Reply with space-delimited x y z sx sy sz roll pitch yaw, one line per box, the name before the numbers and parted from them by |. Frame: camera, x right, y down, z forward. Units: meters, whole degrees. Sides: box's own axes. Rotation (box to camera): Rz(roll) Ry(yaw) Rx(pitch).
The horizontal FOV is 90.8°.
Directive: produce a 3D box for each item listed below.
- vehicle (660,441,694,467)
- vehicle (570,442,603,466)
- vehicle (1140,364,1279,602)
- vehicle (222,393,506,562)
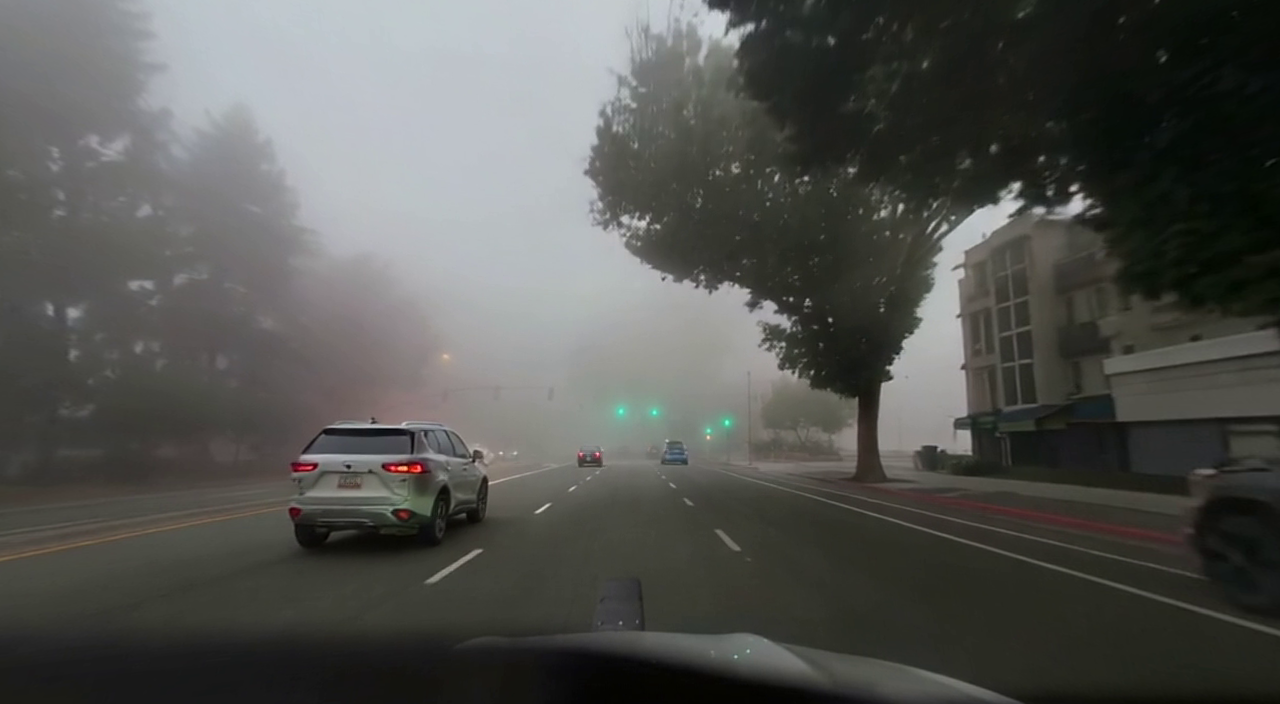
vehicle | 2.577 7.239 45.078 2.018 1.719 4.369 0 -9 -2
vehicle | -4.072 7.795 48.434 2.083 1.685 4.069 -1 -9 1
vehicle | 6.991 0.960 4.117 2.521 2.108 6.111 1 -9 1
vehicle | -3.825 1.877 10.153 2.225 1.984 5.168 0 -9 0
